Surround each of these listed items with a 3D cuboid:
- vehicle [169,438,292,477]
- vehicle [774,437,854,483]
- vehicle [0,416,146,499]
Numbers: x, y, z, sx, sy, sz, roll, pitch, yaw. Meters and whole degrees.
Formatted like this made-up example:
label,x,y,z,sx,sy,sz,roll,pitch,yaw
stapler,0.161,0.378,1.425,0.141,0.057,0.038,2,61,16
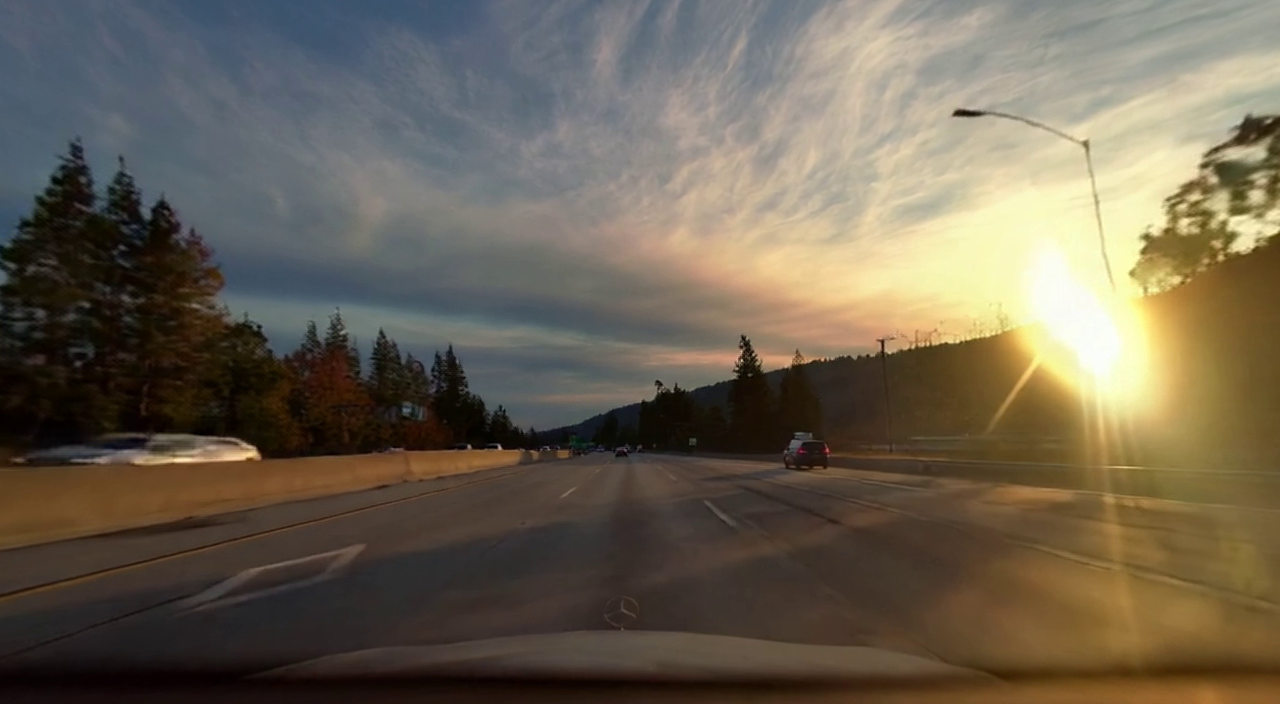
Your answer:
label,x,y,z,sx,sy,sz,roll,pitch,yaw
vehicle,-17.592,4.556,27.513,2.112,1.539,4.862,0,-9,0
vehicle,7.031,4.413,25.966,2.081,1.705,3.926,0,-9,-1
vehicle,-13.736,2.300,13.806,2.134,1.624,4.589,0,-9,0
